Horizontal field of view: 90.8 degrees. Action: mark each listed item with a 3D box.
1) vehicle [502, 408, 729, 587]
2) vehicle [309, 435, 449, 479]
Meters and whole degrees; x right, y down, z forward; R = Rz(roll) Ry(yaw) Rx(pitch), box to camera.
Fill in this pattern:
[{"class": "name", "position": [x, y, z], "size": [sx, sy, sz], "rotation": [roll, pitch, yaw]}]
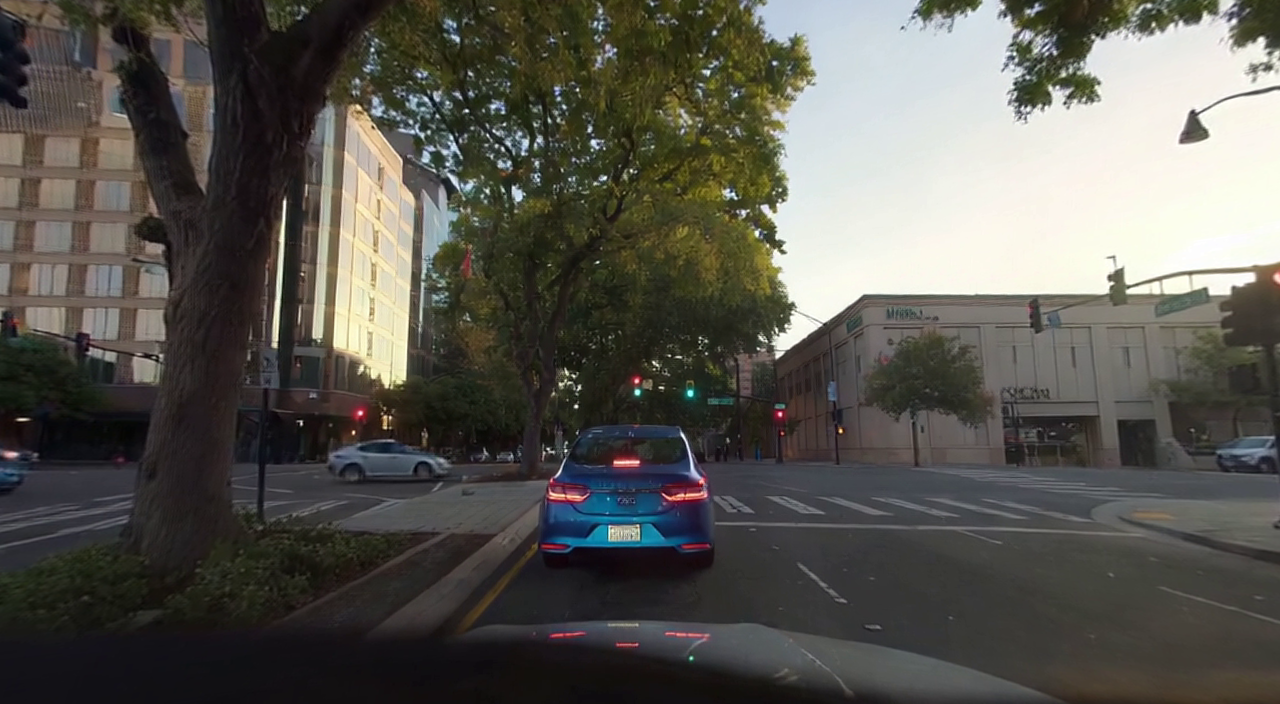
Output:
[{"class": "vehicle", "position": [-0.254, 1.623, 7.817], "size": [2.066, 1.618, 3.922], "rotation": [0, -8, -1]}, {"class": "vehicle", "position": [-10.771, 4.383, 26.404], "size": [4.912, 1.731, 2.022], "rotation": [0, -8, -1]}]
